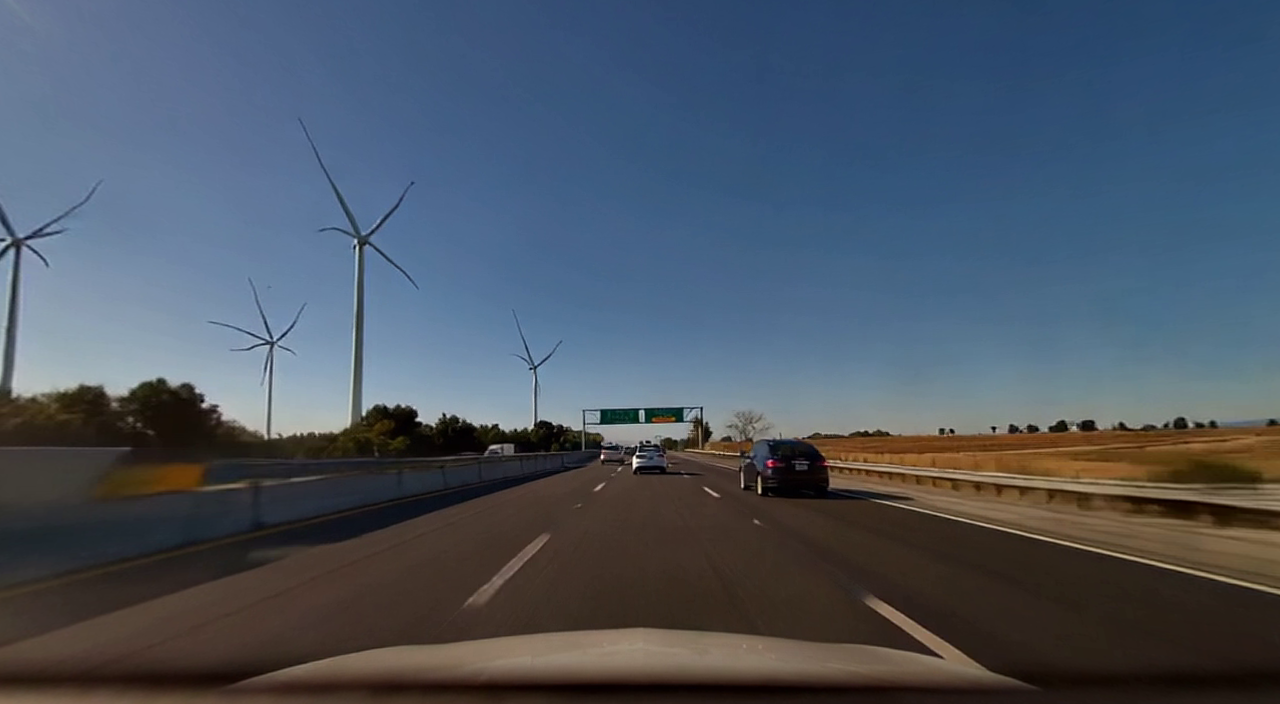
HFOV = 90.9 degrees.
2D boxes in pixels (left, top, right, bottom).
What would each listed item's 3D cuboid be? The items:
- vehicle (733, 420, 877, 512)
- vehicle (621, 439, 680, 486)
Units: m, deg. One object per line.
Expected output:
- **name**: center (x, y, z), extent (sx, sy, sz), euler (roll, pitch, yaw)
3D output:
- **vehicle**: center (3.783, 2.741, 15.559), extent (2.104, 1.861, 4.956), euler (0, -9, -1)
- **vehicle**: center (0.363, 4.237, 24.350), extent (2.083, 1.653, 3.787), euler (0, -9, 0)
